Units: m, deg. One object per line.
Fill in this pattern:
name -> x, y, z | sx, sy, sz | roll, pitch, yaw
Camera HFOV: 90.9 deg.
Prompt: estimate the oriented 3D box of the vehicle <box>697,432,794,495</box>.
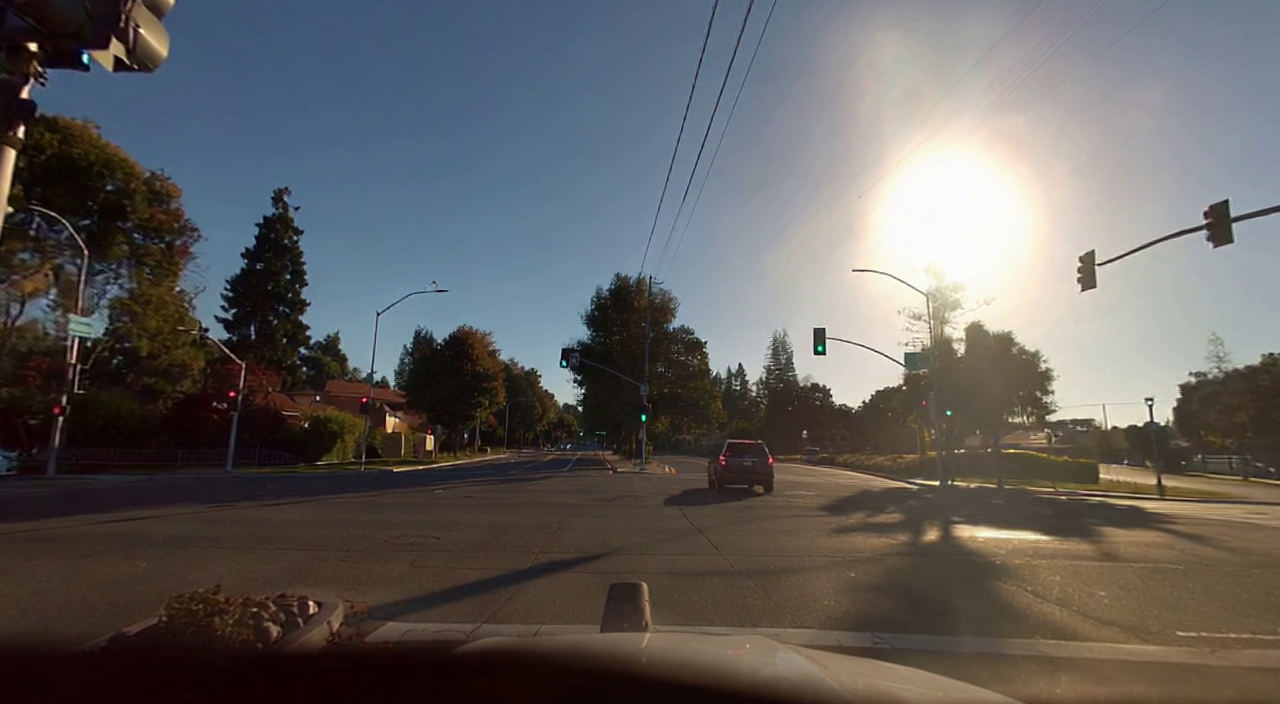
vehicle -> 3.073, 3.371, 19.477 | 2.150, 1.706, 4.754 | 0, -8, 0
